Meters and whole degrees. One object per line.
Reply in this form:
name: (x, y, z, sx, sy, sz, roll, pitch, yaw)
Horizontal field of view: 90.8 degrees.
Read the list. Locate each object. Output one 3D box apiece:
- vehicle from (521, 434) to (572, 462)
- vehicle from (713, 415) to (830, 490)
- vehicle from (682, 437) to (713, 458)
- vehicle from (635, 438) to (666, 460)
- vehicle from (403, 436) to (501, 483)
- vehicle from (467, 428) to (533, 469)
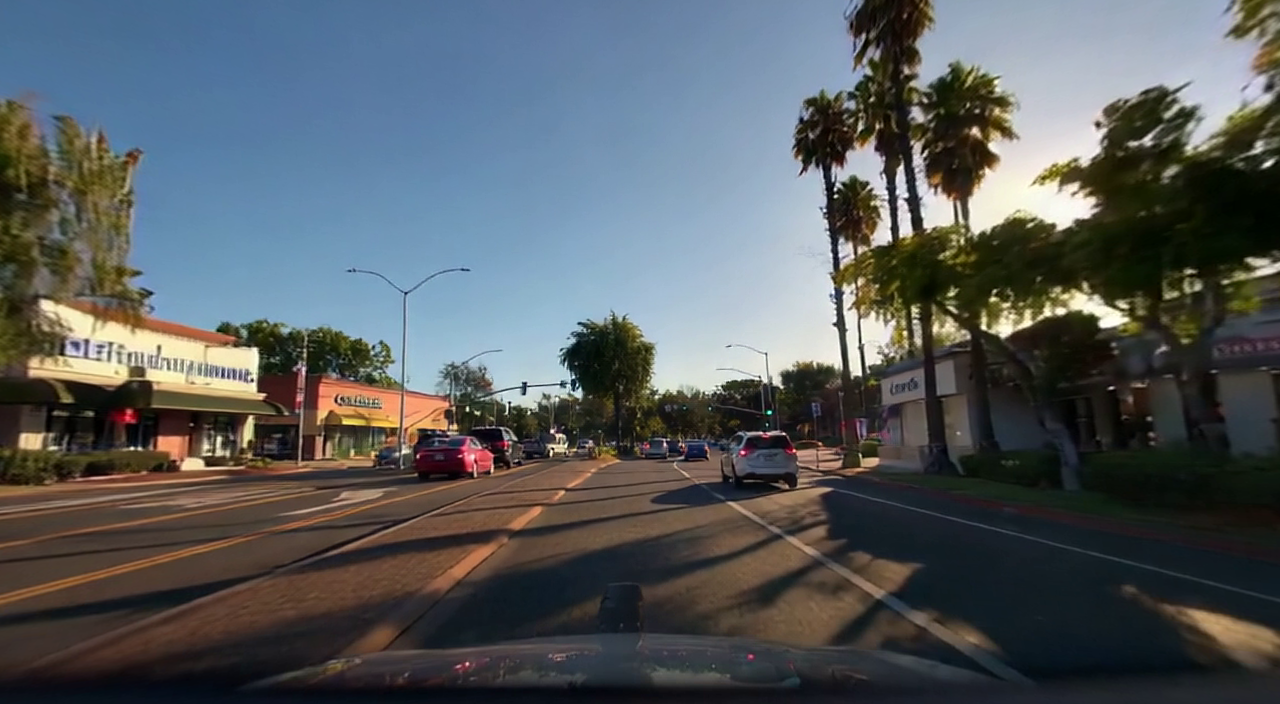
vehicle: (-6.075, 6.342, 41.686, 2.088, 1.746, 4.650, -1, -8, 7)
vehicle: (3.712, 2.996, 19.033, 2.267, 1.931, 5.145, 0, -8, -2)
vehicle: (4.316, 7.285, 48.149, 2.149, 1.532, 4.168, 0, -8, 2)
vehicle: (0.769, 6.825, 44.526, 2.057, 1.492, 3.825, -1, -8, 3)
vehicle: (-6.545, 3.796, 22.695, 1.935, 1.483, 4.973, 0, -8, 1)
vehicle: (-6.931, 4.857, 31.912, 2.127, 1.888, 4.637, 0, -8, 2)
